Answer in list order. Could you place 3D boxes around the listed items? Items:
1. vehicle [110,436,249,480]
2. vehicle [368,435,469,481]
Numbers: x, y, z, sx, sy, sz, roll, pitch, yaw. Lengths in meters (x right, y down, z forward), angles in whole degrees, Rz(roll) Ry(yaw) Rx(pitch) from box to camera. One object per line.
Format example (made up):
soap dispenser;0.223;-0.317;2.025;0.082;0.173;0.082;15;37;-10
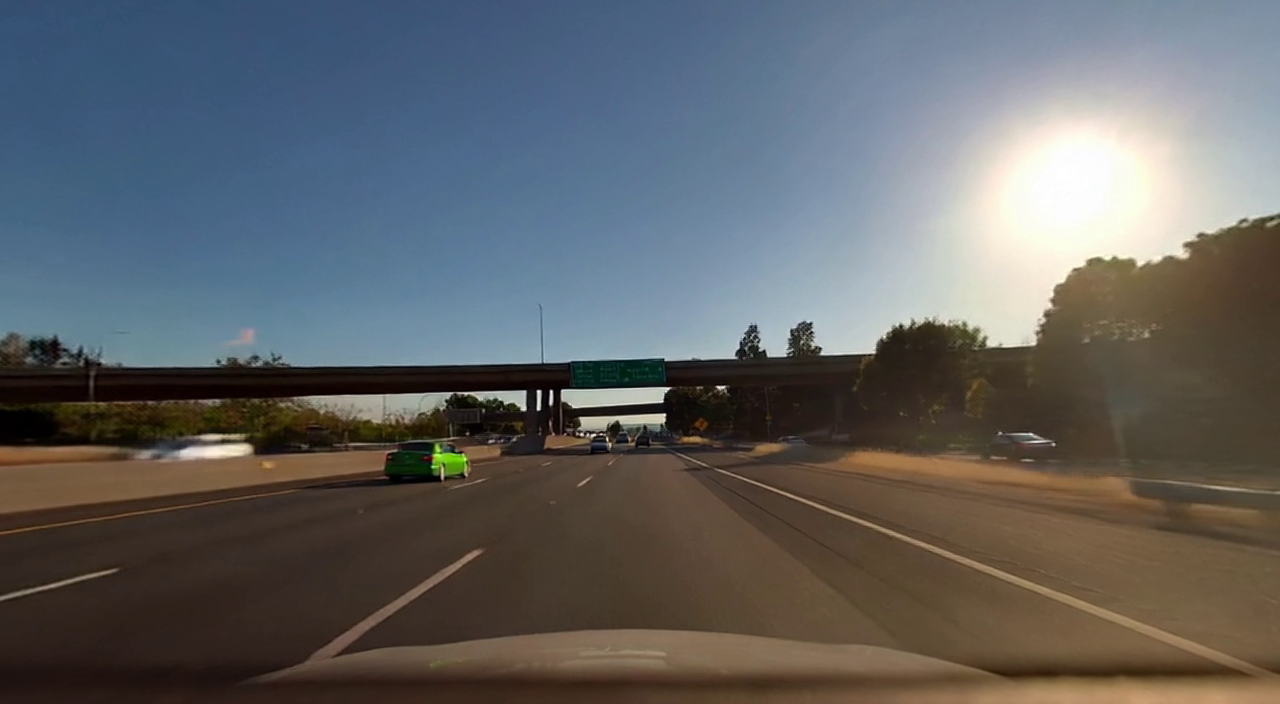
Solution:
vehicle;-17.588;4.057;24.443;1.851;1.529;4.608;0;-8;1
vehicle;-7.704;3.719;22.383;1.987;1.486;4.174;0;-8;1
